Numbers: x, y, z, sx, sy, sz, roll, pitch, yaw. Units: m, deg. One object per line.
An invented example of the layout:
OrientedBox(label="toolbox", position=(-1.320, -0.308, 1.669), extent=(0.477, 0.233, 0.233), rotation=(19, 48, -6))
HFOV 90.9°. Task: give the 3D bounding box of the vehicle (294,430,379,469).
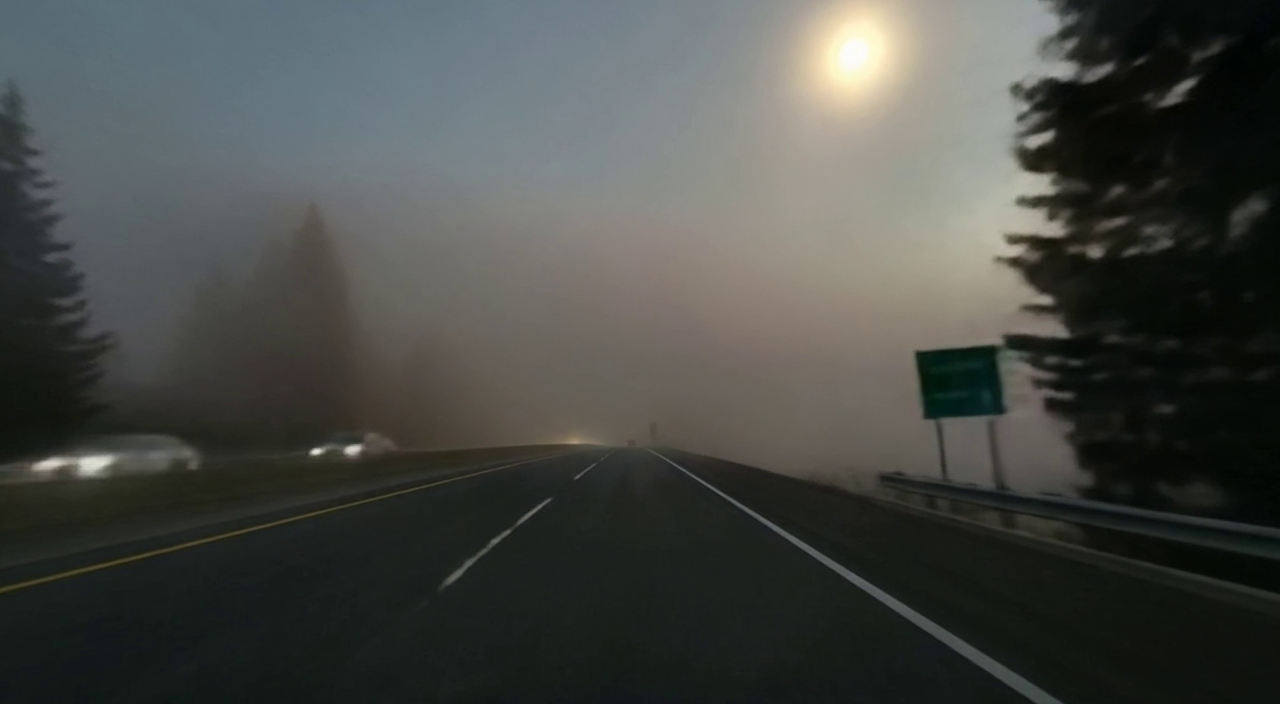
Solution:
OrientedBox(label="vehicle", position=(-13.513, 4.335, 28.373), extent=(1.743, 1.614, 4.194), rotation=(0, -8, -1))

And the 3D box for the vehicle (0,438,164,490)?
OrientedBox(label="vehicle", position=(-17.421, 3.456, 19.870), extent=(1.820, 1.454, 3.904), rotation=(0, -8, -1))
